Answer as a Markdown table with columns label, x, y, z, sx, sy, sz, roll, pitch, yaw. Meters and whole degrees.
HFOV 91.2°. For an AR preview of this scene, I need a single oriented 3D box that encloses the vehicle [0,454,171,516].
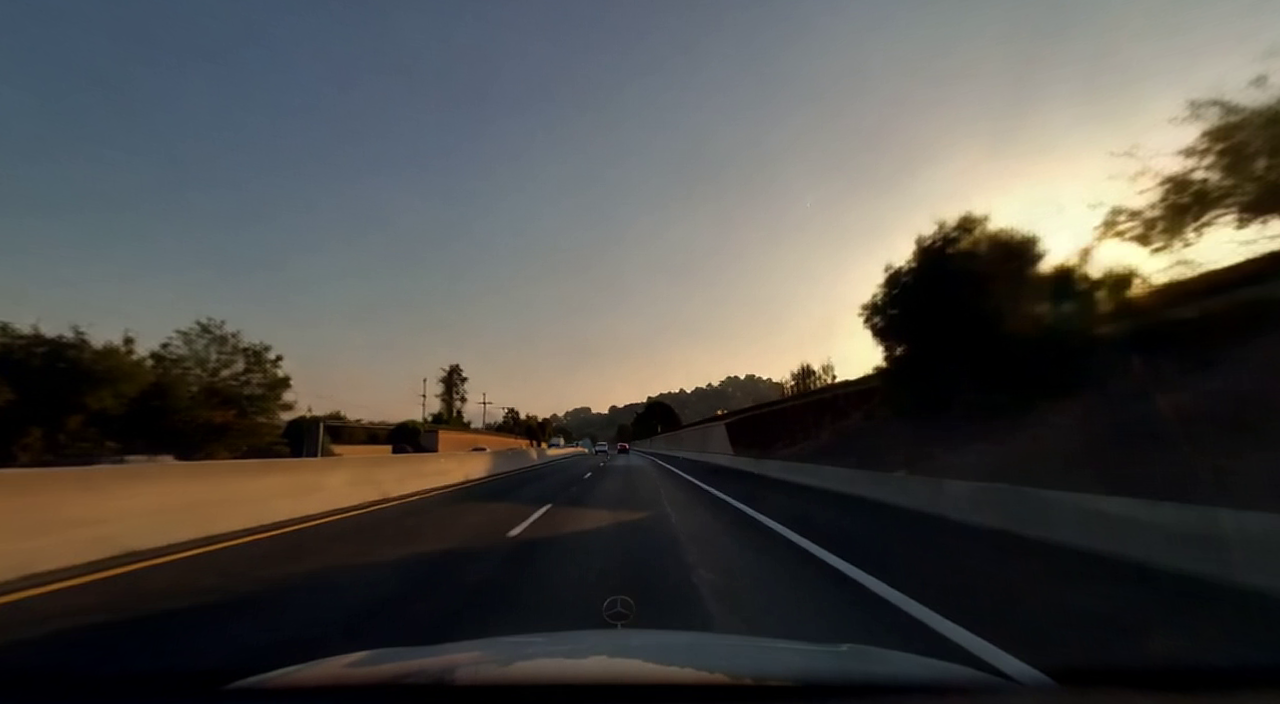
| label | x | y | z | sx | sy | sz | roll | pitch | yaw |
| --- | --- | --- | --- | --- | --- | --- | --- | --- | --- |
| vehicle | -16.911 | 3.906 | 18.983 | 1.936 | 1.576 | 4.524 | 0 | -9 | -1 |
